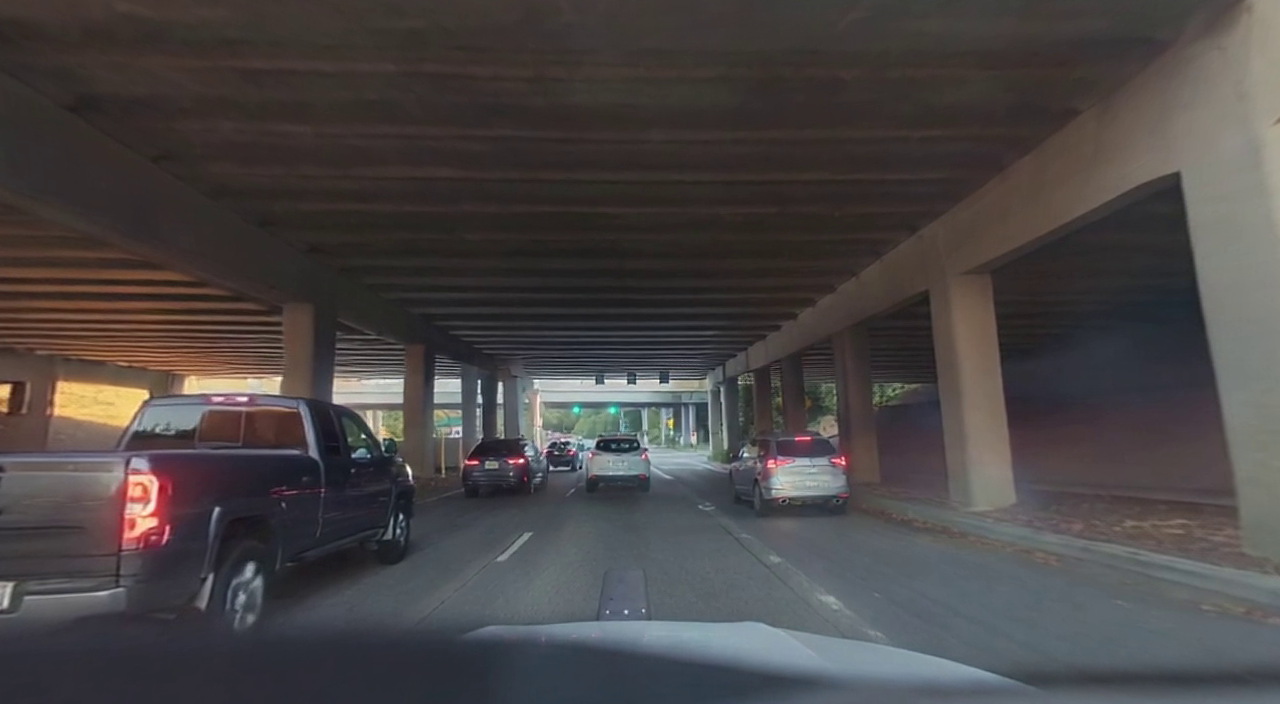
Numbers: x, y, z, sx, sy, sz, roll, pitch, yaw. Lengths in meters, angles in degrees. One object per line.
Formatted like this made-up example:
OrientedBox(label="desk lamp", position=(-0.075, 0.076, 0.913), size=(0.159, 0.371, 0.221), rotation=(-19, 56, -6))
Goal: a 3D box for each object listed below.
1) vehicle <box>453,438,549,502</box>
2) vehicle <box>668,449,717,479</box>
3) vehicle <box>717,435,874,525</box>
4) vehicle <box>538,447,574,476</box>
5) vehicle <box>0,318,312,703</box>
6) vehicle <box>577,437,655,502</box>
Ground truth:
OrientedBox(label="vehicle", position=(-4.066, 3.497, 19.143), size=(2.127, 1.720, 4.064), rotation=(0, -8, -2))
OrientedBox(label="vehicle", position=(2.742, 5.977, 33.790), size=(2.026, 1.457, 3.969), rotation=(1, -9, -4))
OrientedBox(label="vehicle", position=(3.336, 2.876, 14.916), size=(2.234, 1.720, 5.378), rotation=(0, -8, -1))
OrientedBox(label="vehicle", position=(-4.982, 6.525, 37.823), size=(1.829, 1.614, 3.611), rotation=(0, -9, -3))
OrientedBox(label="vehicle", position=(-3.608, 0.789, 2.581), size=(2.074, 1.814, 4.596), rotation=(0, -8, -1))
OrientedBox(label="vehicle", position=(-0.718, 3.488, 19.072), size=(2.097, 1.748, 3.794), rotation=(0, -9, -2))
